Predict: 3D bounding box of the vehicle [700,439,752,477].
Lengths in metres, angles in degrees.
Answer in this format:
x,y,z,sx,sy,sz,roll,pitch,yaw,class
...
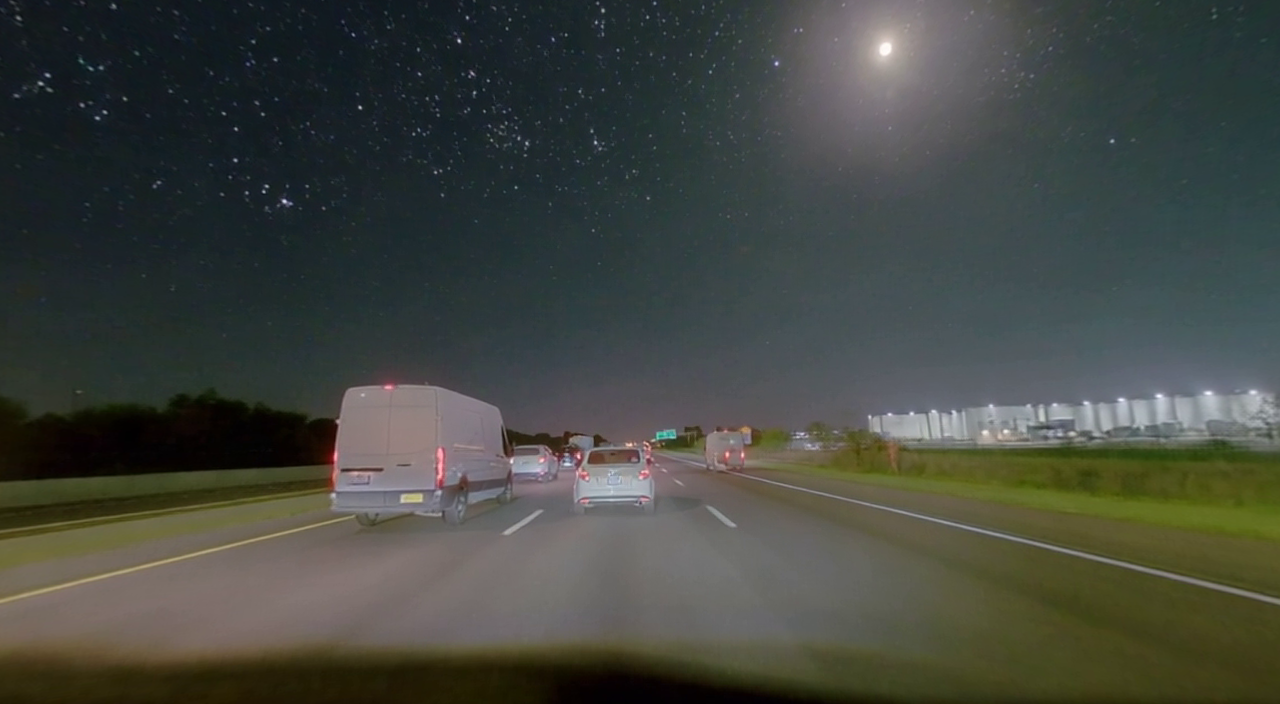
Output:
x,y,z,sx,sy,sz,roll,pitch,yaw,class
4.262,5.319,31.769,2.003,1.754,4.134,0,-9,0,vehicle

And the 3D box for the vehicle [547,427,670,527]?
x,y,z,sx,sy,sz,roll,pitch,yaw,class
-0.533,2.439,12.745,2.093,1.695,3.782,0,-9,0,vehicle

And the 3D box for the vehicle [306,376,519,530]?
x,y,z,sx,sy,sz,roll,pitch,yaw,class
-4.575,2.261,14.339,2.248,2.626,6.837,0,-9,0,vehicle
